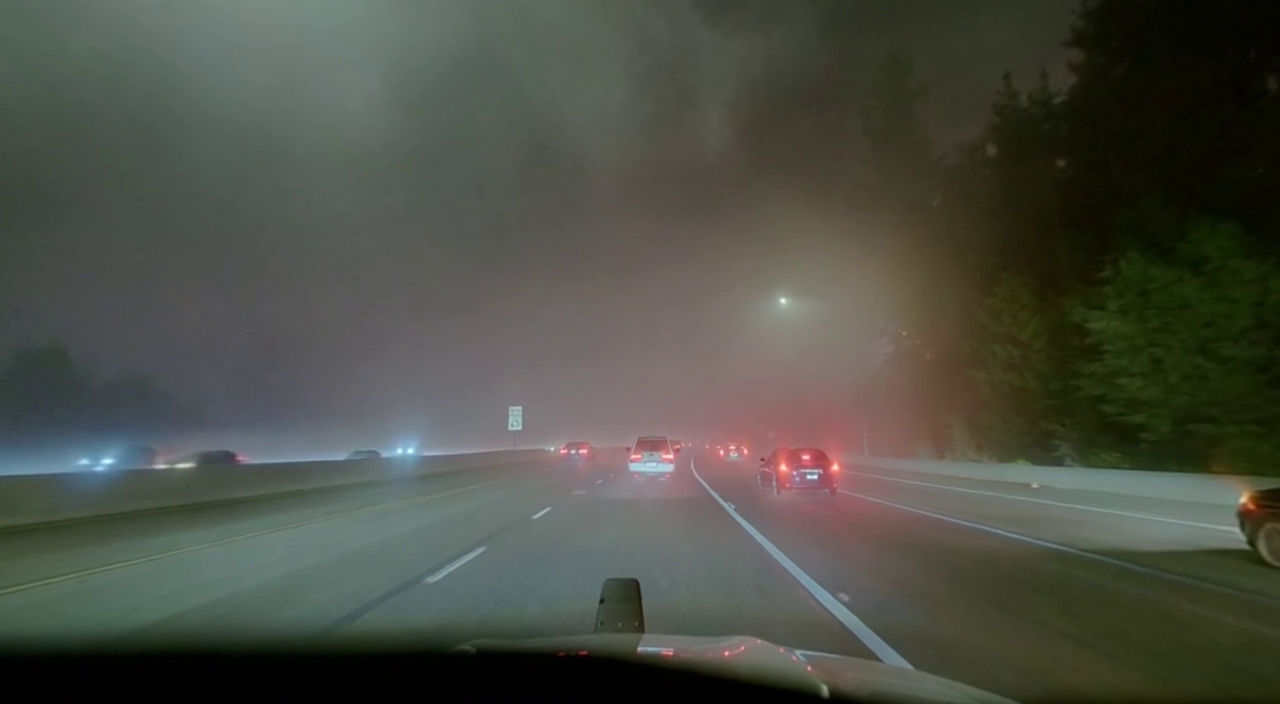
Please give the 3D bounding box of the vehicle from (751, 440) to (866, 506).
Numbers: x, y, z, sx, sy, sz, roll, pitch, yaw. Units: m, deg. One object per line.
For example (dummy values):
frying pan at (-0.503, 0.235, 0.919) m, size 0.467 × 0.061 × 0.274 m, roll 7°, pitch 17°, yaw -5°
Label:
vehicle at (4.343, 3.177, 16.998) m, size 1.999 × 1.514 × 4.338 m, roll 0°, pitch -9°, yaw 1°

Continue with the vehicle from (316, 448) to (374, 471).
vehicle at (-22.471, 8.155, 48.133) m, size 1.918 × 1.639 × 4.454 m, roll 0°, pitch -9°, yaw 5°

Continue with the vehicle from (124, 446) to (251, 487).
vehicle at (-20.652, 5.200, 29.047) m, size 2.079 × 1.684 × 4.734 m, roll 0°, pitch -9°, yaw 4°

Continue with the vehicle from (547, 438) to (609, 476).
vehicle at (-2.828, 4.961, 29.859) m, size 2.128 × 1.627 × 4.697 m, roll 0°, pitch -9°, yaw 4°

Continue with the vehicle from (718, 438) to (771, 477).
vehicle at (5.087, 5.193, 31.182) m, size 2.063 × 1.710 × 4.591 m, roll 0°, pitch -9°, yaw 3°

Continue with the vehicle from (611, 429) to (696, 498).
vehicle at (0.415, 3.170, 18.192) m, size 2.181 × 1.728 × 3.970 m, roll 0°, pitch -9°, yaw 2°

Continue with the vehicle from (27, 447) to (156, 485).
vehicle at (-27.350, 5.683, 31.670) m, size 2.015 × 1.734 × 4.688 m, roll 0°, pitch -9°, yaw 3°
